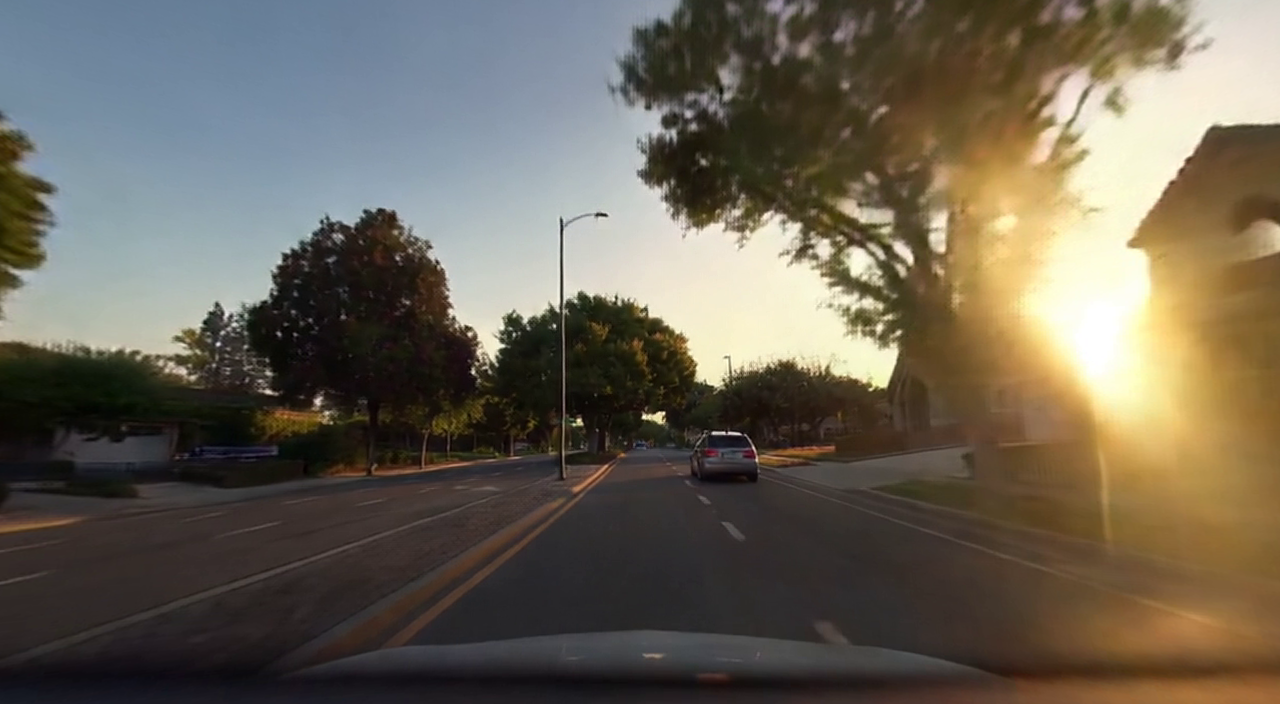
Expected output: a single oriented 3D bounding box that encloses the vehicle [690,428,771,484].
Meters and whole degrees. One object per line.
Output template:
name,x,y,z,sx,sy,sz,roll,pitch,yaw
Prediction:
vehicle,3.064,3.671,22.471,2.180,1.773,4.639,0,-8,0
